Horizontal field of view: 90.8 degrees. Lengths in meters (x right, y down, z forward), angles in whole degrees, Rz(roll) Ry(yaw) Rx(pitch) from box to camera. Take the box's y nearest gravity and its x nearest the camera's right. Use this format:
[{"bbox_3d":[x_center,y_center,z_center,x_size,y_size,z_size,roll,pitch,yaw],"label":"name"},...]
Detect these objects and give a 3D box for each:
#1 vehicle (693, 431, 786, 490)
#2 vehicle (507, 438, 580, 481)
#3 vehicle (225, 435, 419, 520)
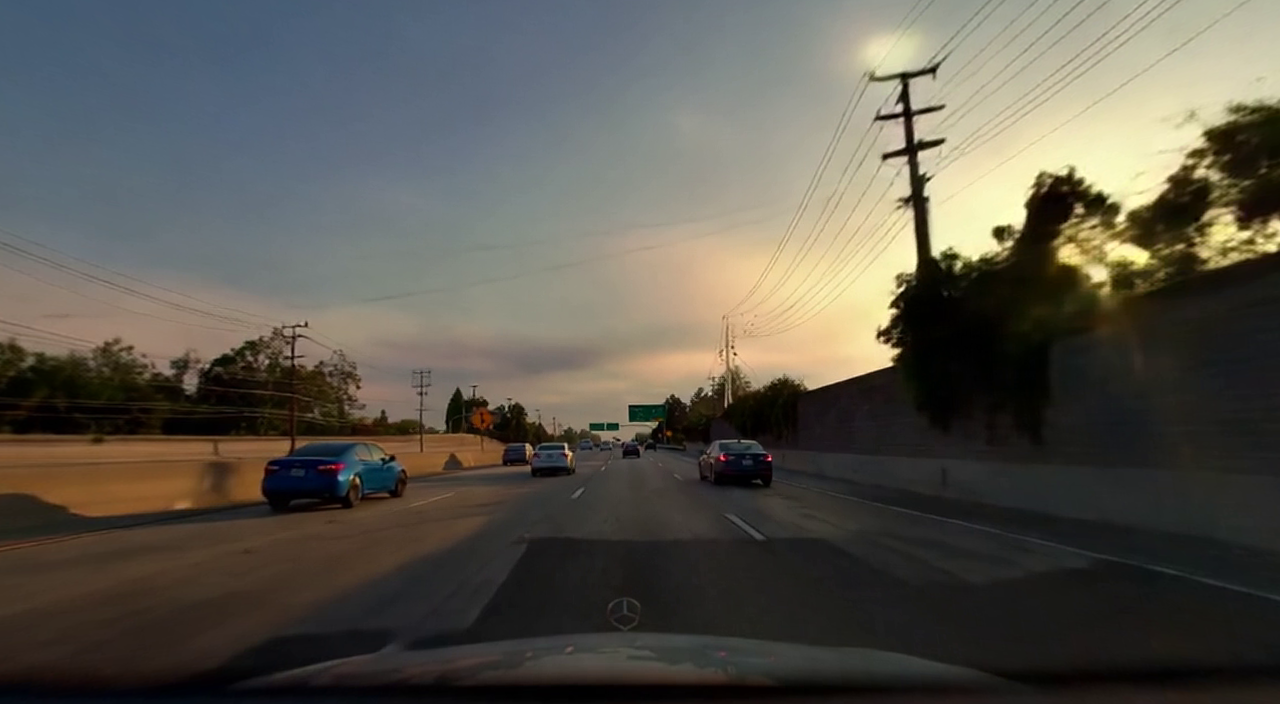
[{"bbox_3d":[3.012,3.408,20.219,2.100,1.659,4.387,0,-8,-2],"label":"vehicle"},{"bbox_3d":[-3.538,4.026,23.971,2.066,1.488,4.377,0,-8,0],"label":"vehicle"},{"bbox_3d":[-6.354,2.525,13.272,1.903,1.482,4.180,0,-8,0],"label":"vehicle"}]
